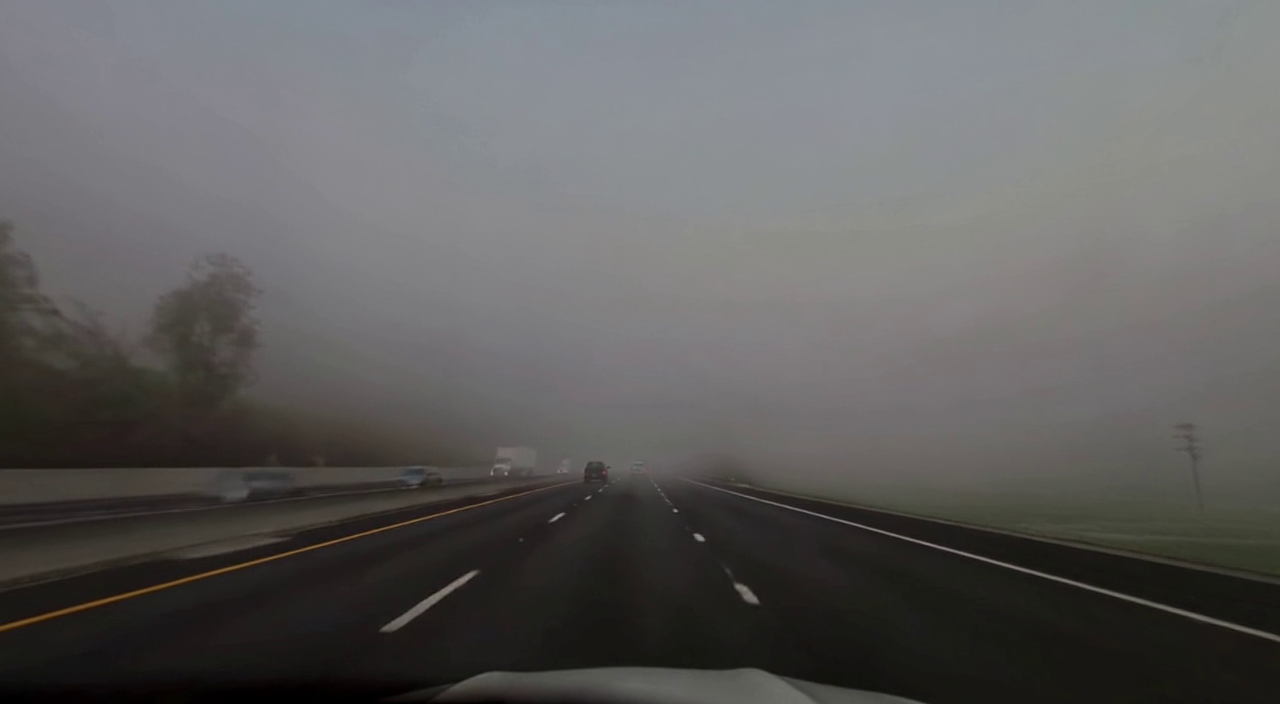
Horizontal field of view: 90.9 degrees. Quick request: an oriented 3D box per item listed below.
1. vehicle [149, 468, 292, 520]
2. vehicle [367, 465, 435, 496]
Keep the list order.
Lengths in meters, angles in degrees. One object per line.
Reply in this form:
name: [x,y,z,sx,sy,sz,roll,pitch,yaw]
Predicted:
vehicle: [-12.912,4.364,19.751,1.660,1.407,4.064,1,-11,0]
vehicle: [-12.525,6.774,33.283,1.958,1.472,3.922,1,-11,1]
